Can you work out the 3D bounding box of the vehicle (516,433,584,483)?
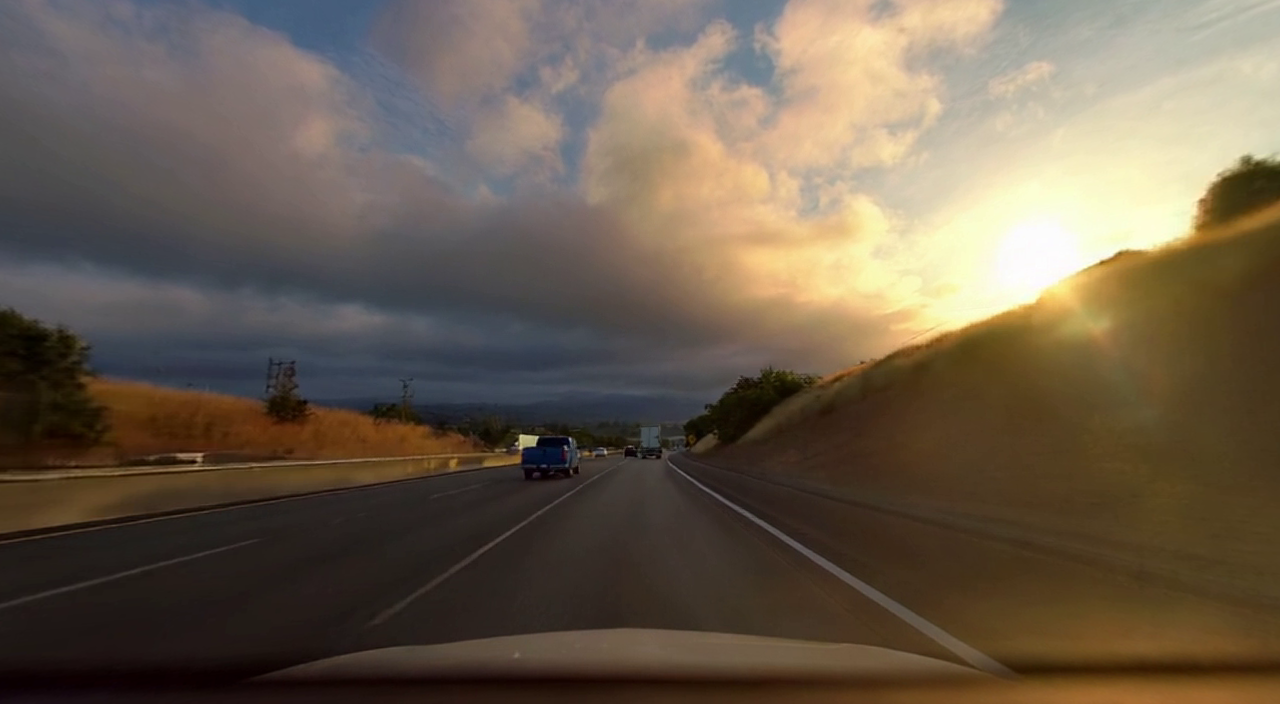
[{"bbox_3d":[-3.836,4.677,28.049,2.216,1.949,5.237,0,-9,0],"label":"vehicle"}]
